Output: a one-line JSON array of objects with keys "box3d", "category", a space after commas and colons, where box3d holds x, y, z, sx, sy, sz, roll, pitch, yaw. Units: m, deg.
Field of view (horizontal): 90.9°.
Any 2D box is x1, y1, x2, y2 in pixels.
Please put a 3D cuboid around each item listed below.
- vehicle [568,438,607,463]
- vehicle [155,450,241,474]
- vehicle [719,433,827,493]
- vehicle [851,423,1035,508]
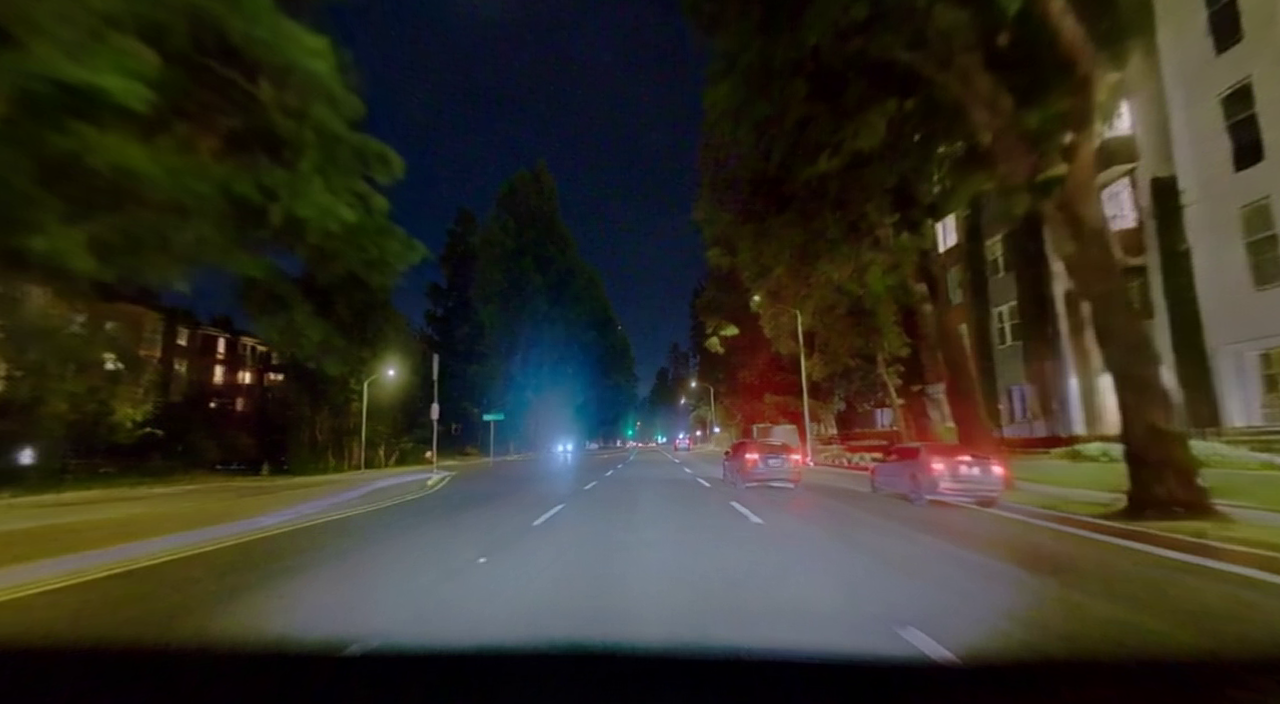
[{"box3d": [-3.289, 6.322, 40.497, 2.049, 1.485, 4.656, 0, -8, 0], "category": "vehicle"}, {"box3d": [-30.573, 7.581, 43.659, 2.058, 1.461, 4.498, -8, -12, 44], "category": "vehicle"}, {"box3d": [3.631, 3.128, 18.168, 2.128, 1.502, 4.572, 0, -8, 0], "category": "vehicle"}, {"box3d": [7.010, 2.685, 15.337, 2.121, 1.727, 4.789, 0, -8, 0], "category": "vehicle"}]
